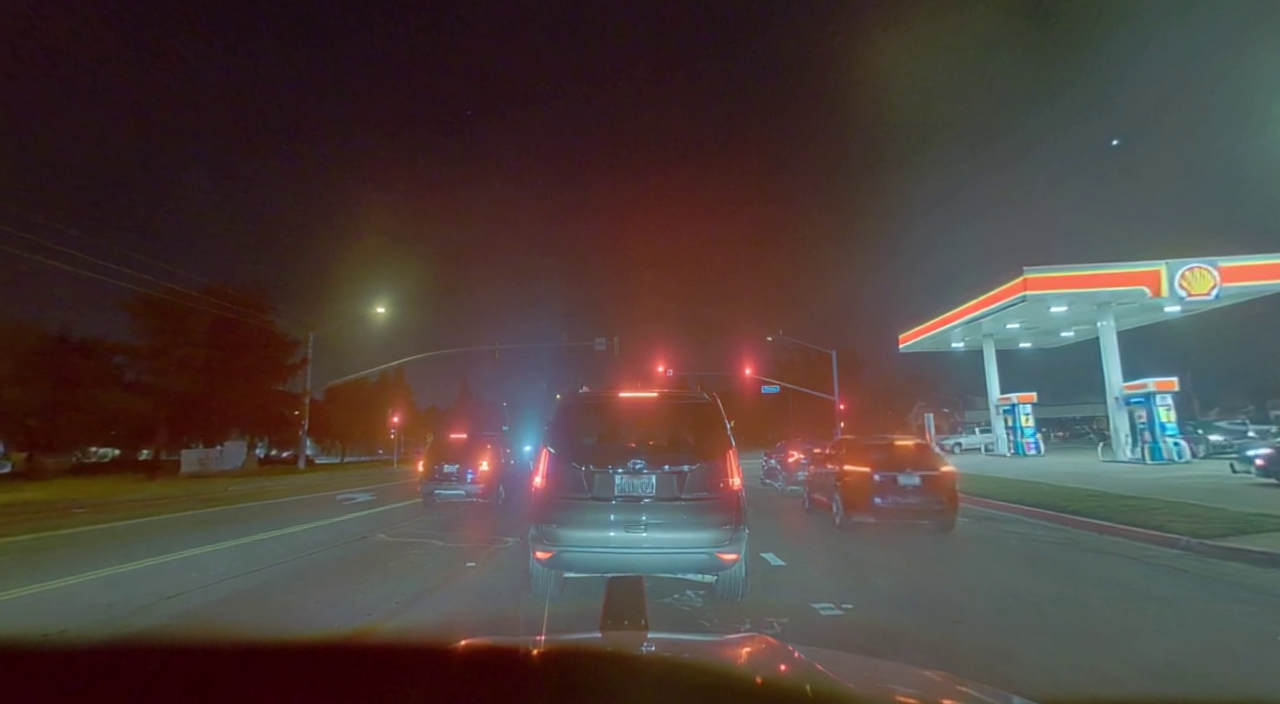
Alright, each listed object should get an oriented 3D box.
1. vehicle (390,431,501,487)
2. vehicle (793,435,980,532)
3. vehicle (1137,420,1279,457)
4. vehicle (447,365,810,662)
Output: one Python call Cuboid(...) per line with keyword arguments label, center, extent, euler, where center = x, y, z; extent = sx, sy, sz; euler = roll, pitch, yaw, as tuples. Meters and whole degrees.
Cuboid(label="vehicle", center=(-6.647, 3.712, 22.169), extent=(2.065, 1.753, 4.525), euler=(-1, -9, 6))
Cuboid(label="vehicle", center=(4.416, 2.403, 12.175), extent=(2.041, 1.490, 4.471), euler=(-1, -9, 4))
Cuboid(label="vehicle", center=(25.930, 3.969, 28.783), extent=(4.551, 1.616, 1.973), euler=(-2, -9, 11))
Cuboid(label="vehicle", center=(0.007, 1.317, 6.131), extent=(2.236, 1.819, 4.291), euler=(-1, -9, 2))
